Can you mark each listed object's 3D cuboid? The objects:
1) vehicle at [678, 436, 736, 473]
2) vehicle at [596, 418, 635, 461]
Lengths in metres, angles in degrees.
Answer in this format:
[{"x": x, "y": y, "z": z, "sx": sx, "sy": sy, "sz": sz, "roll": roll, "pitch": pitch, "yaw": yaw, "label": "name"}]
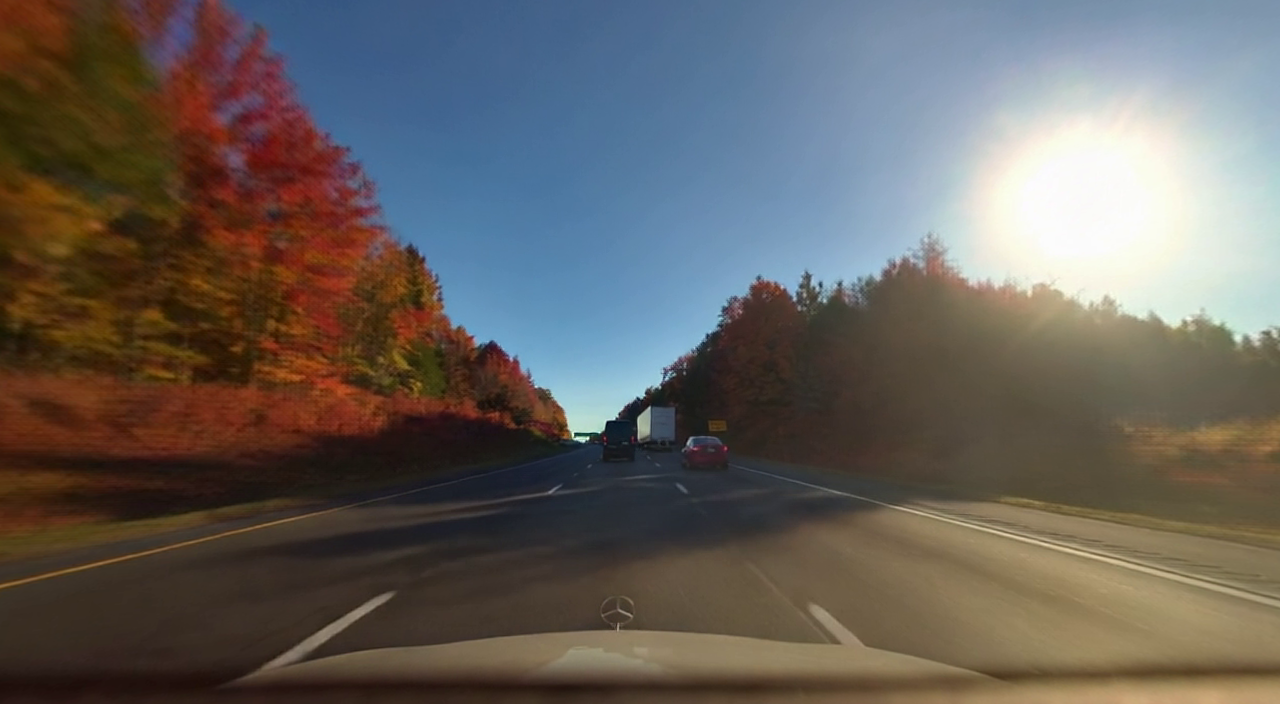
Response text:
[{"x": 2.878, "y": 4.513, "z": 27.973, "sx": 1.962, "sy": 1.508, "sz": 4.363, "roll": 0, "pitch": -8, "yaw": -2, "label": "vehicle"}, {"x": -1.536, "y": 5.721, "z": 41.156, "sx": 2.389, "sy": 2.637, "sz": 5.437, "roll": 0, "pitch": -8, "yaw": -1, "label": "vehicle"}]
